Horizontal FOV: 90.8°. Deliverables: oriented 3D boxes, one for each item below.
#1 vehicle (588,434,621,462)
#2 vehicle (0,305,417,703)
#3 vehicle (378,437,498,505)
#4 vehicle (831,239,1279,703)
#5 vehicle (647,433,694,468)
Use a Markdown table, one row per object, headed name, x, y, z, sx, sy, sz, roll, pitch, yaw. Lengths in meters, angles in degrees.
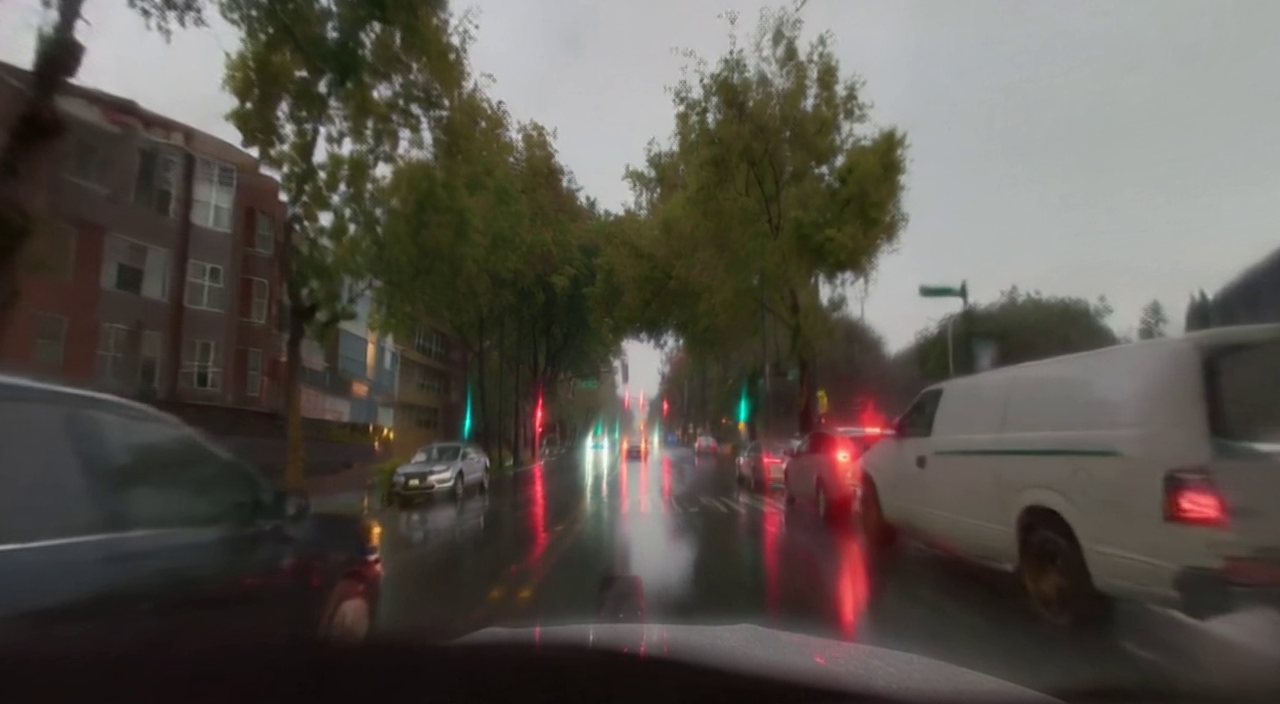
| name | x | y | z | sx | sy | sz | roll | pitch | yaw |
| --- | --- | --- | --- | --- | --- | --- | --- | --- | --- |
| vehicle | -2.300 | 6.363 | 41.822 | 1.979 | 1.723 | 3.849 | 0 | -8 | 1 |
| vehicle | -2.969 | 0.864 | 2.249 | 2.333 | 1.832 | 5.200 | 0 | -8 | 1 |
| vehicle | -5.902 | 3.505 | 19.118 | 2.013 | 1.772 | 4.439 | -1 | -8 | 2 |
| vehicle | 3.661 | 0.979 | 5.232 | 2.356 | 2.043 | 5.791 | 0 | -8 | 0 |
| vehicle | 1.572 | 4.906 | 31.543 | 2.111 | 1.619 | 4.077 | -1 | -9 | 6 |
